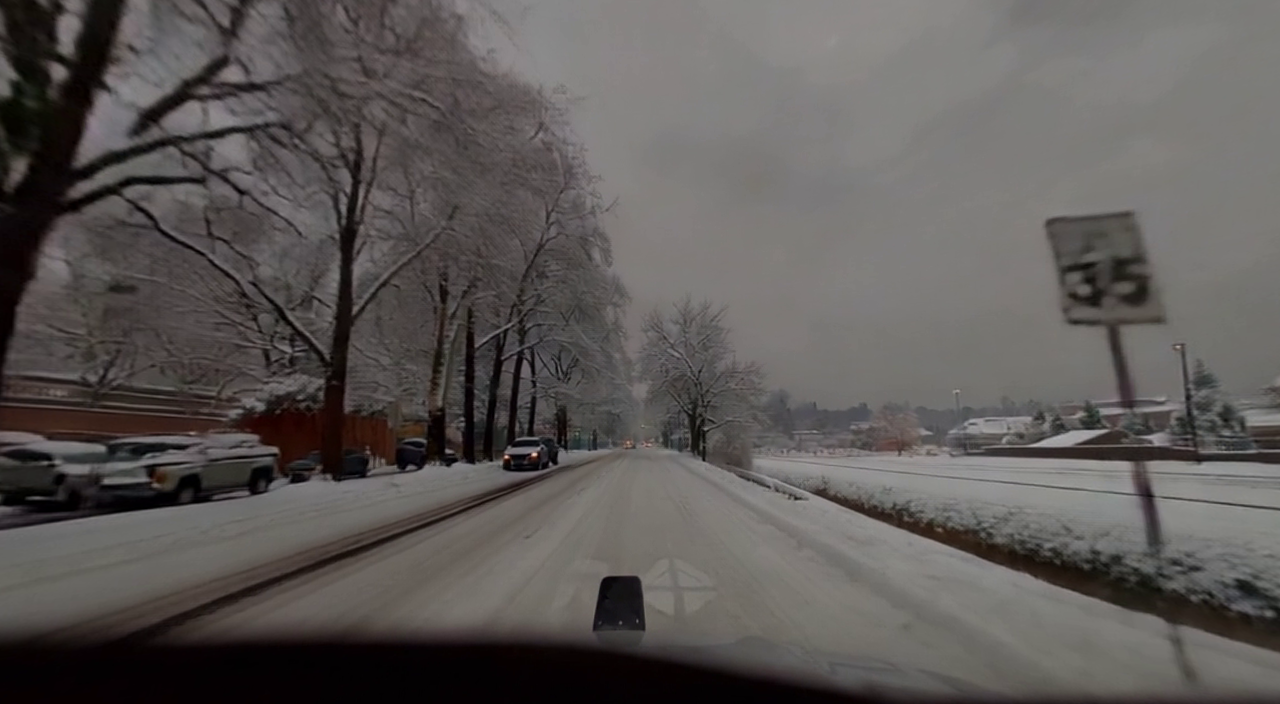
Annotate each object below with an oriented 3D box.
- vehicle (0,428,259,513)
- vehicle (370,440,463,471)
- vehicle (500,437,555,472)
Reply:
[{"bbox_3d":[-13.352,3.006,16.358,5.428,1.908,2.196,1,-8,0],"label":"vehicle"},{"bbox_3d":[-13.818,6.400,39.258,4.991,1.692,1.960,2,-8,-1],"label":"vehicle"},{"bbox_3d":[-6.362,5.847,36.509,2.109,1.847,5.553,0,-7,0],"label":"vehicle"}]
